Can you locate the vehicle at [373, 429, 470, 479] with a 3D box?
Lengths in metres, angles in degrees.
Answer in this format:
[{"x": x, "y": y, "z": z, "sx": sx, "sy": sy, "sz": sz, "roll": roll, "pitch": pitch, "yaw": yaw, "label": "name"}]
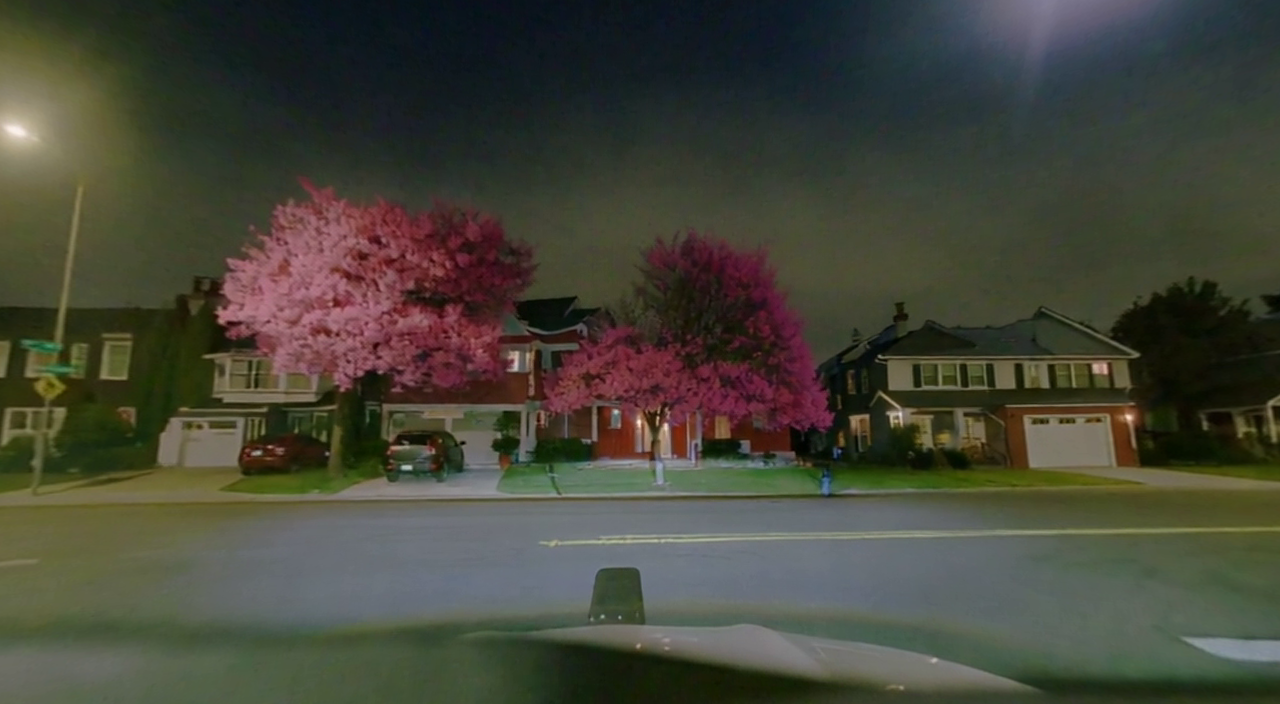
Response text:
[{"x": -7.205, "y": 3.421, "z": 21.292, "sx": 1.968, "sy": 1.491, "sz": 4.486, "roll": 1, "pitch": -8, "yaw": -4, "label": "vehicle"}]
